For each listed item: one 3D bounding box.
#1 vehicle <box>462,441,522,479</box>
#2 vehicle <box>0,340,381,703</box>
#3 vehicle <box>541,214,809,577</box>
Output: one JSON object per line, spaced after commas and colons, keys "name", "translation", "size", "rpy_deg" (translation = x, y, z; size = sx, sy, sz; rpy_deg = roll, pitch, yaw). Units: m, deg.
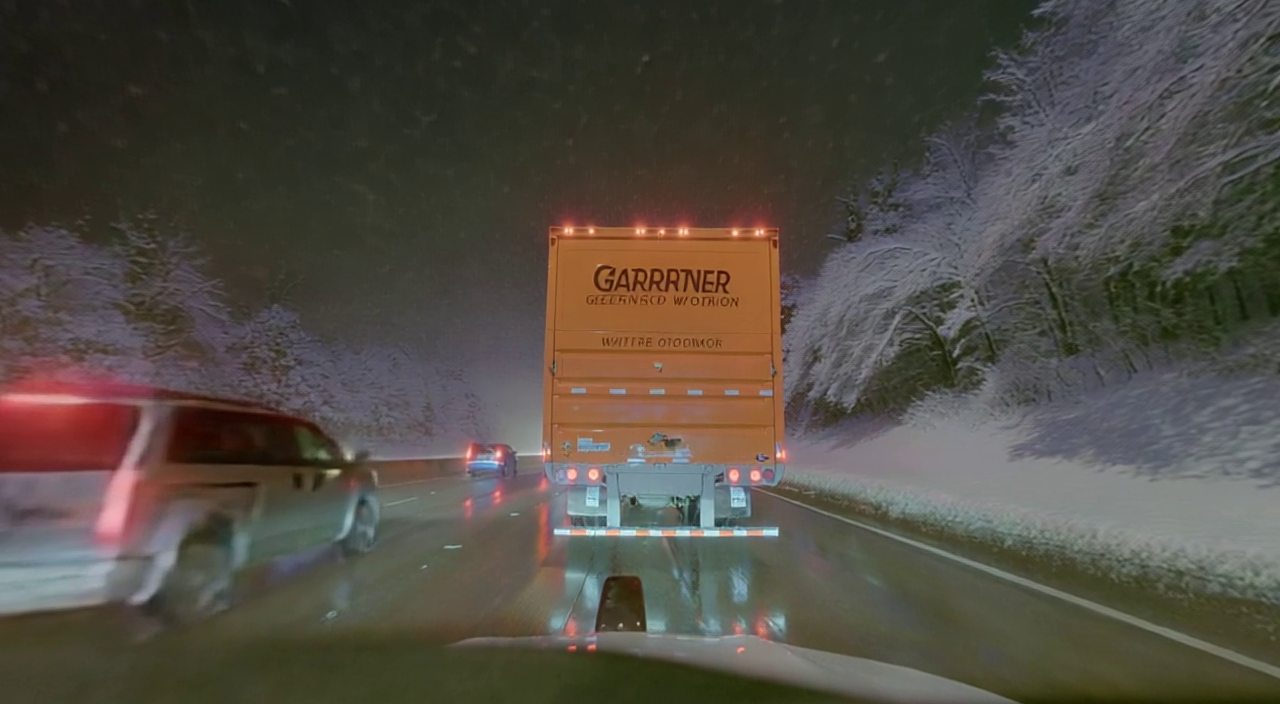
{"name": "vehicle", "translation": [-8.580, 6.329, 37.122], "size": [2.174, 2.059, 5.314], "rpy_deg": [0, -9, 0]}
{"name": "vehicle", "translation": [-4.624, 1.310, 5.884], "size": [2.293, 2.015, 4.915], "rpy_deg": [0, -9, 0]}
{"name": "vehicle", "translation": [0.484, 1.228, 12.257], "size": [2.853, 4.054, 10.557], "rpy_deg": [0, -9, 1]}
